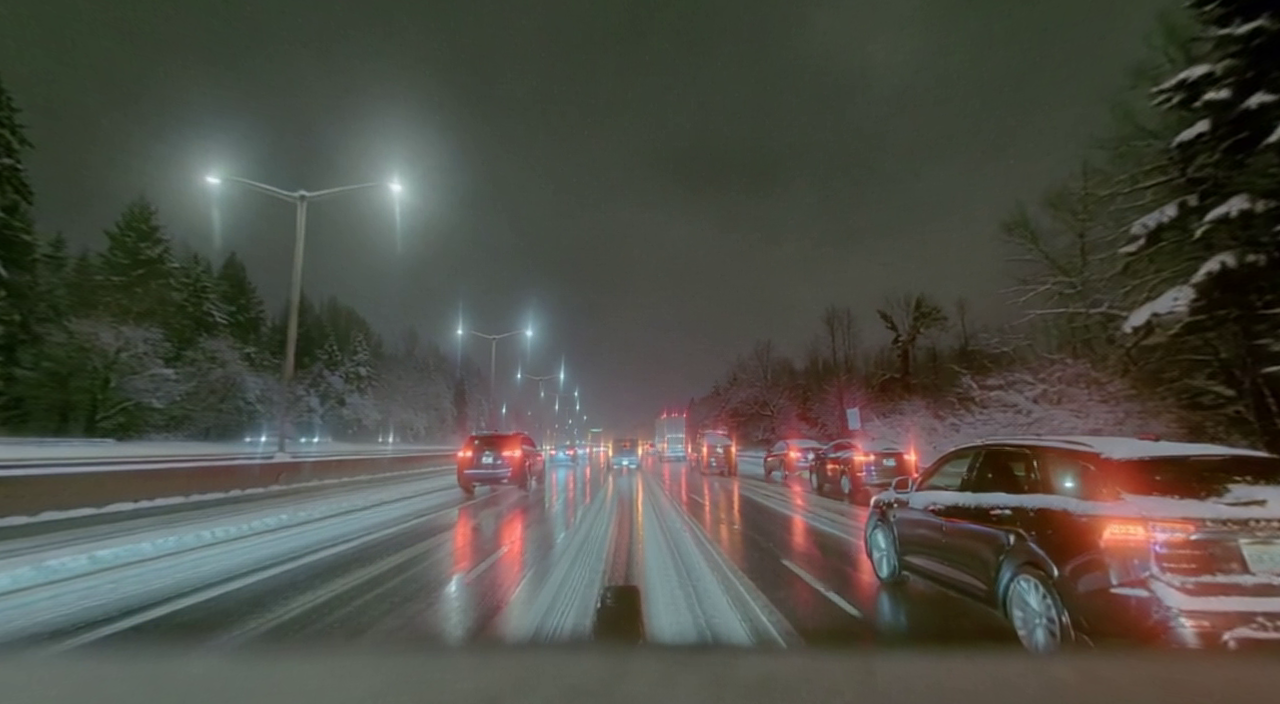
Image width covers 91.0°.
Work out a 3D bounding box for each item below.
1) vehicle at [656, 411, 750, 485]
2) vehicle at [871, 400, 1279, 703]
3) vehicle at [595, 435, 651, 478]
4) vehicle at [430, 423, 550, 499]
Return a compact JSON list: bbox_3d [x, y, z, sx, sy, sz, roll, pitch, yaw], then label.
[{"bbox_3d":[2.946,5.132,34.093,3.426,3.279,12.313,0,-8,-2],"label":"vehicle"},{"bbox_3d":[3.160,1.150,3.587,2.031,1.504,4.327,0,-9,0],"label":"vehicle"},{"bbox_3d":[-0.724,4.480,27.231,2.235,1.682,4.094,0,-9,-1],"label":"vehicle"},{"bbox_3d":[-3.936,2.973,17.515,2.176,1.783,4.799,0,-9,0],"label":"vehicle"}]
